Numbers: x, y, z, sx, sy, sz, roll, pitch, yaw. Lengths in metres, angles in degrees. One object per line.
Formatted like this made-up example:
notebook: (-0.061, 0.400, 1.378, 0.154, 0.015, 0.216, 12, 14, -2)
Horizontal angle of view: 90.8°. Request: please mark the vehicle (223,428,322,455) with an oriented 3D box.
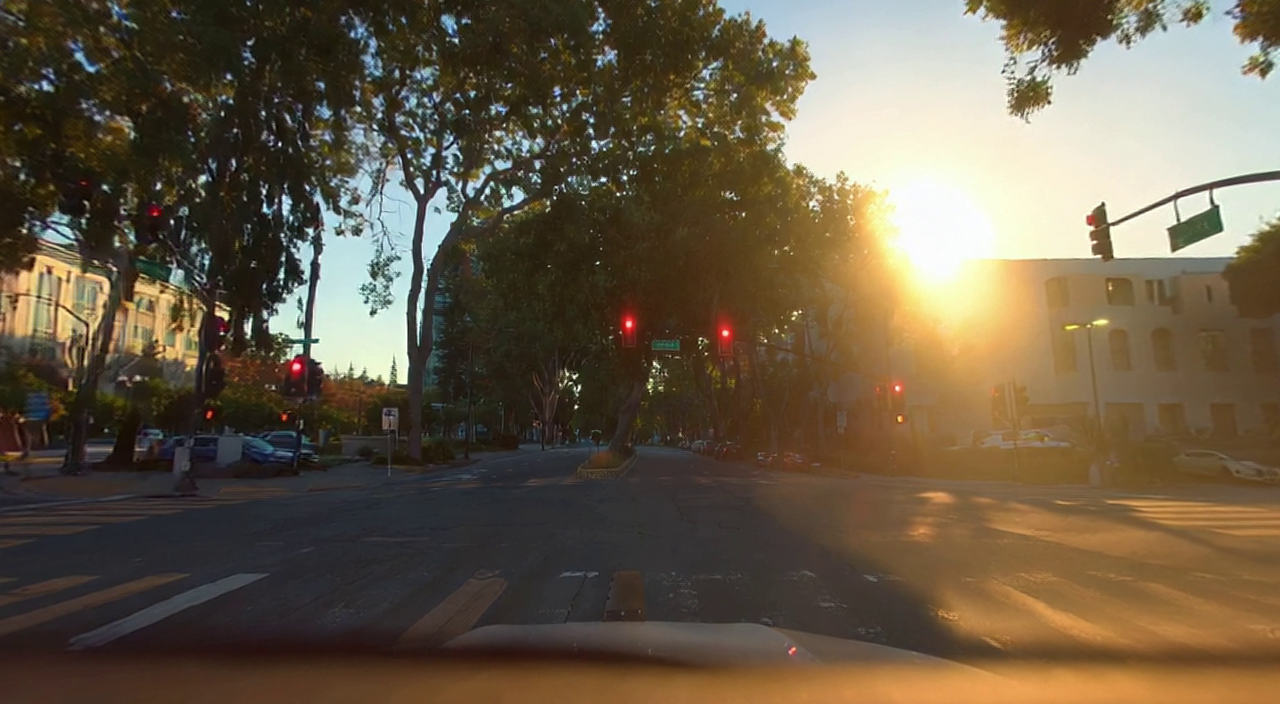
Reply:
vehicle: (-22.402, 5.515, 38.708, 4.765, 1.593, 1.891, 1, -9, -8)
